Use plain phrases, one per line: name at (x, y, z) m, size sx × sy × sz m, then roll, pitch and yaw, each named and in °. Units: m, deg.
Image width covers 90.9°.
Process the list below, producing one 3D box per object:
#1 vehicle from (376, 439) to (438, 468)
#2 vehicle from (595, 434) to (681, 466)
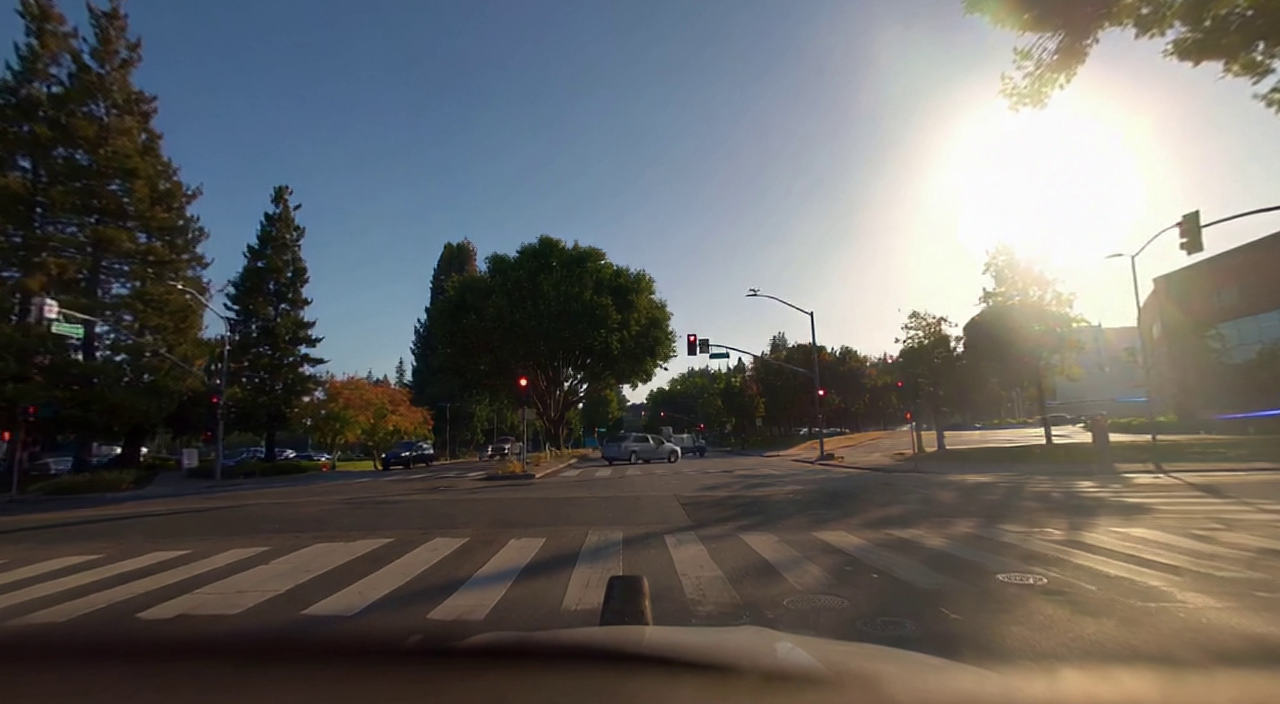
vehicle at (-14.786, 6.449, 40.291) m, size 2.169 × 1.753 × 4.640 m, roll 0°, pitch -8°, yaw 0°
vehicle at (-0.037, 5.000, 32.353) m, size 2.521 × 1.522 × 4.418 m, roll -5°, pitch -10°, yaw 30°
